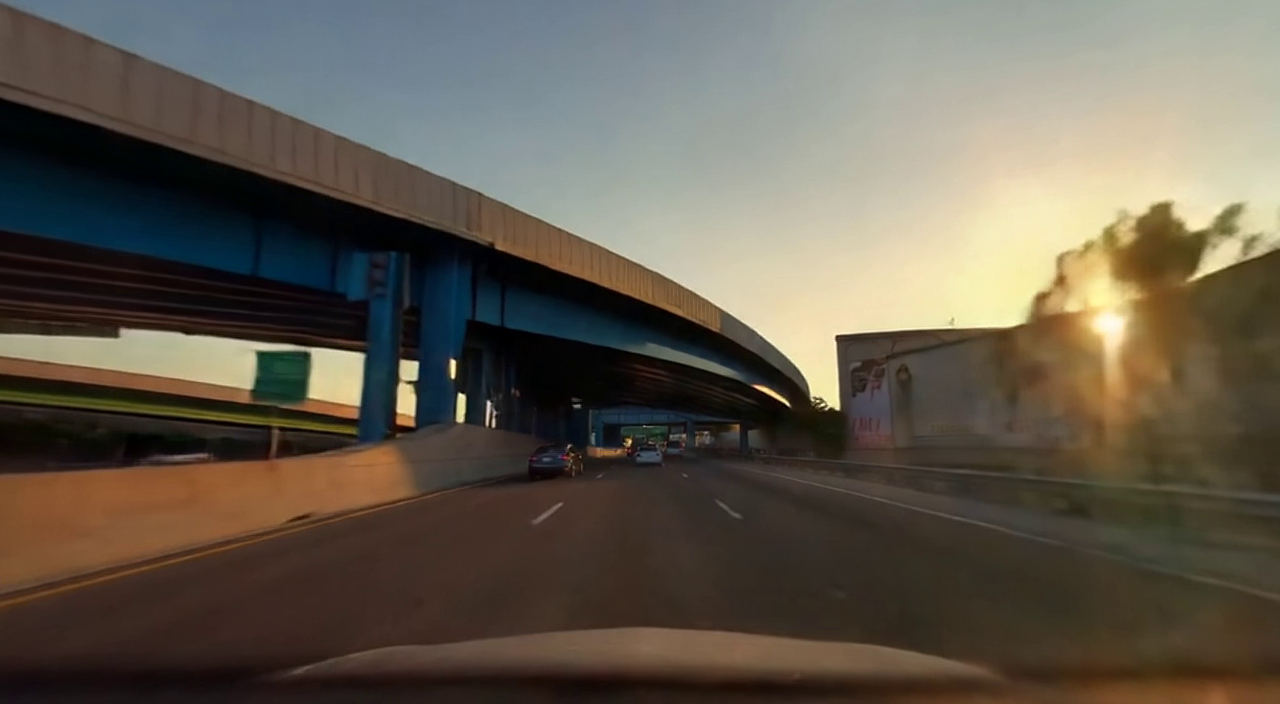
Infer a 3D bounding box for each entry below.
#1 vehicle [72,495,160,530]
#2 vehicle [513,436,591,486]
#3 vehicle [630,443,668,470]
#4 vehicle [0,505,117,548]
[{"bbox_3d":[-32.057,9.831,38.744,2.057,1.665,3.981,0,-8,-2],"label":"vehicle"},{"bbox_3d":[-3.008,3.826,22.521,2.064,1.589,4.213,0,-8,1],"label":"vehicle"},{"bbox_3d":[0.450,5.581,33.904,1.877,1.386,3.872,0,-8,0],"label":"vehicle"},{"bbox_3d":[-27.914,8.335,30.326,2.065,1.542,3.937,0,-9,1],"label":"vehicle"}]
